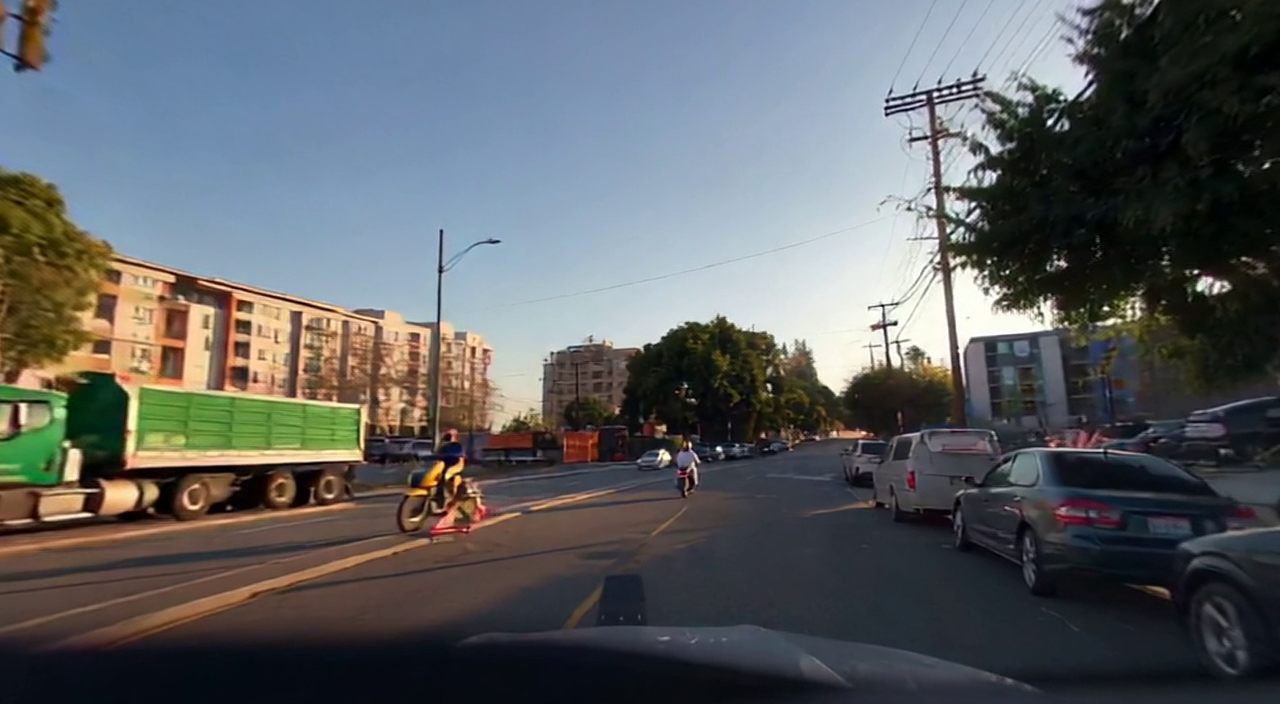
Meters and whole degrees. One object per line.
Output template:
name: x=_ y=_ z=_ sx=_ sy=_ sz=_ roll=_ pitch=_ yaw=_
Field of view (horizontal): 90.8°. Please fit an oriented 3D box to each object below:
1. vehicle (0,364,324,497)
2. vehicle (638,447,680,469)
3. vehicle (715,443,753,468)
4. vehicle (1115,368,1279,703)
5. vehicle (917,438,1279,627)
vehicle: x=-17.715 y=2.607 z=20.269 sx=3.442 sy=3.445 sz=16.952 roll=-2 pitch=-9 yaw=13
vehicle: x=1.511 y=8.126 z=48.557 sx=1.905 sy=1.536 sz=4.714 roll=-3 pitch=-9 yaw=18
vehicle: x=6.442 y=6.988 z=43.019 sx=1.925 sy=1.602 sz=4.090 roll=-2 pitch=-8 yaw=18
vehicle: x=3.618 y=0.738 z=1.423 sx=2.077 sy=1.685 sz=4.493 roll=-1 pitch=-8 yaw=9
vehicle: x=4.838 y=1.761 z=7.406 sx=1.826 sy=1.469 sz=4.608 roll=-1 pitch=-8 yaw=10
